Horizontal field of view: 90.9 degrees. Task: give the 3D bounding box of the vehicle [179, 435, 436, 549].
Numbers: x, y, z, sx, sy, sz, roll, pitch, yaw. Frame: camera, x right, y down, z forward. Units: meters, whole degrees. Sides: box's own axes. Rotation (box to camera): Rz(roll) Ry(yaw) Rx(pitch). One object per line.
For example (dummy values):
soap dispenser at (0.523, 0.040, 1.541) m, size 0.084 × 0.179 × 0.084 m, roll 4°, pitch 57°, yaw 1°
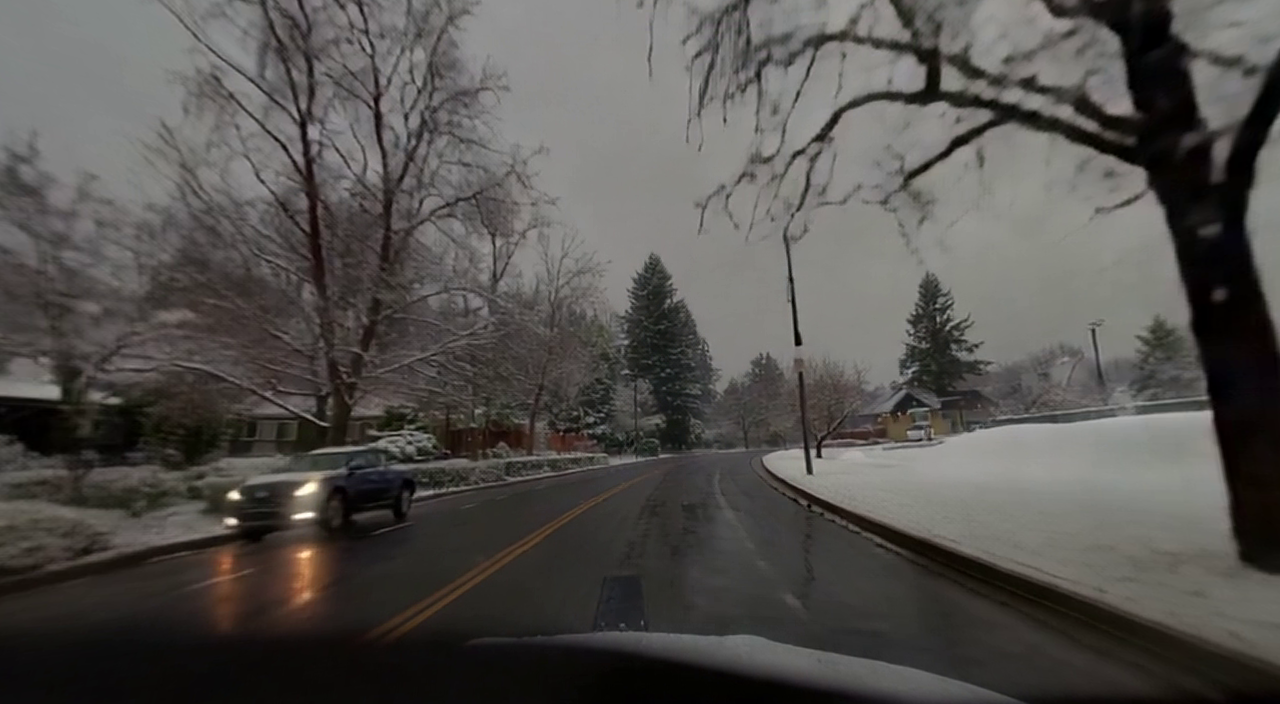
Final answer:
vehicle at (-5.826, 2.549, 12.016) m, size 2.002 × 1.601 × 5.012 m, roll -3°, pitch -10°, yaw 3°
